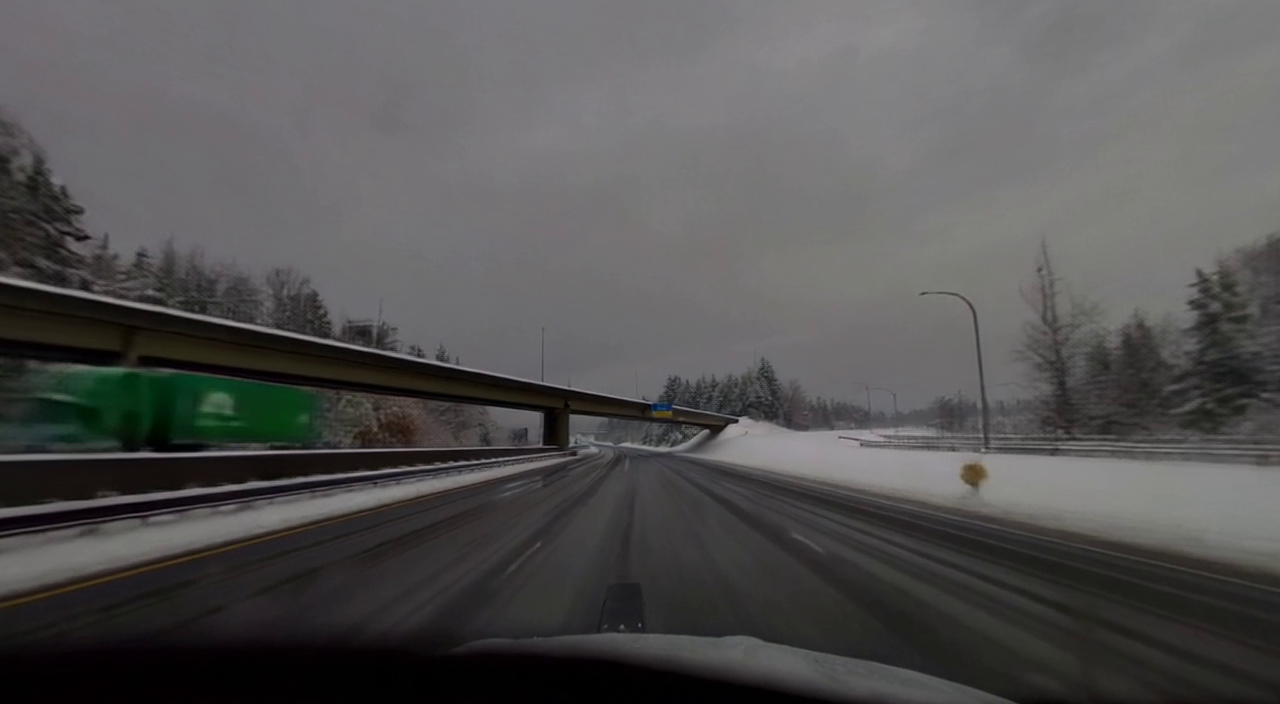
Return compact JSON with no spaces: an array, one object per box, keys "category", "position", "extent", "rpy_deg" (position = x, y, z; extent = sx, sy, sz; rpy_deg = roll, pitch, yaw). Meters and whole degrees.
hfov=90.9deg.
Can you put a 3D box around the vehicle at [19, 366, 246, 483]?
[{"category":"vehicle","position":[-18.845,2.901,24.189],"extent":[3.317,3.898,6.395],"rpy_deg":[0,-9,-3]}]
